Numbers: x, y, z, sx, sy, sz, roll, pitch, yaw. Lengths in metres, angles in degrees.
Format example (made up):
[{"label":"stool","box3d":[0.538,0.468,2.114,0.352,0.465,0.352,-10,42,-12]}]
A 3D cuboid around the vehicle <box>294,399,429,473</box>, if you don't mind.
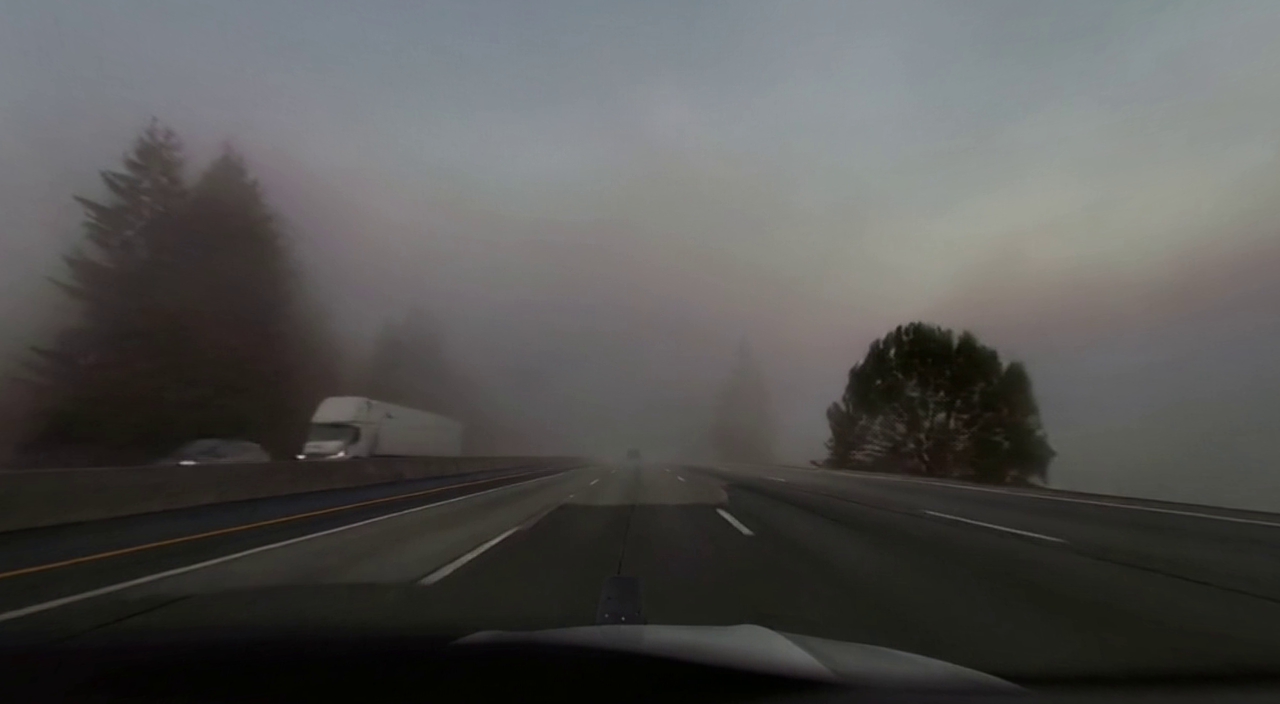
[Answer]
[{"label":"vehicle","box3d":[-15.975,5.106,37.463,3.043,3.740,10.678,0,-9,0]}]
